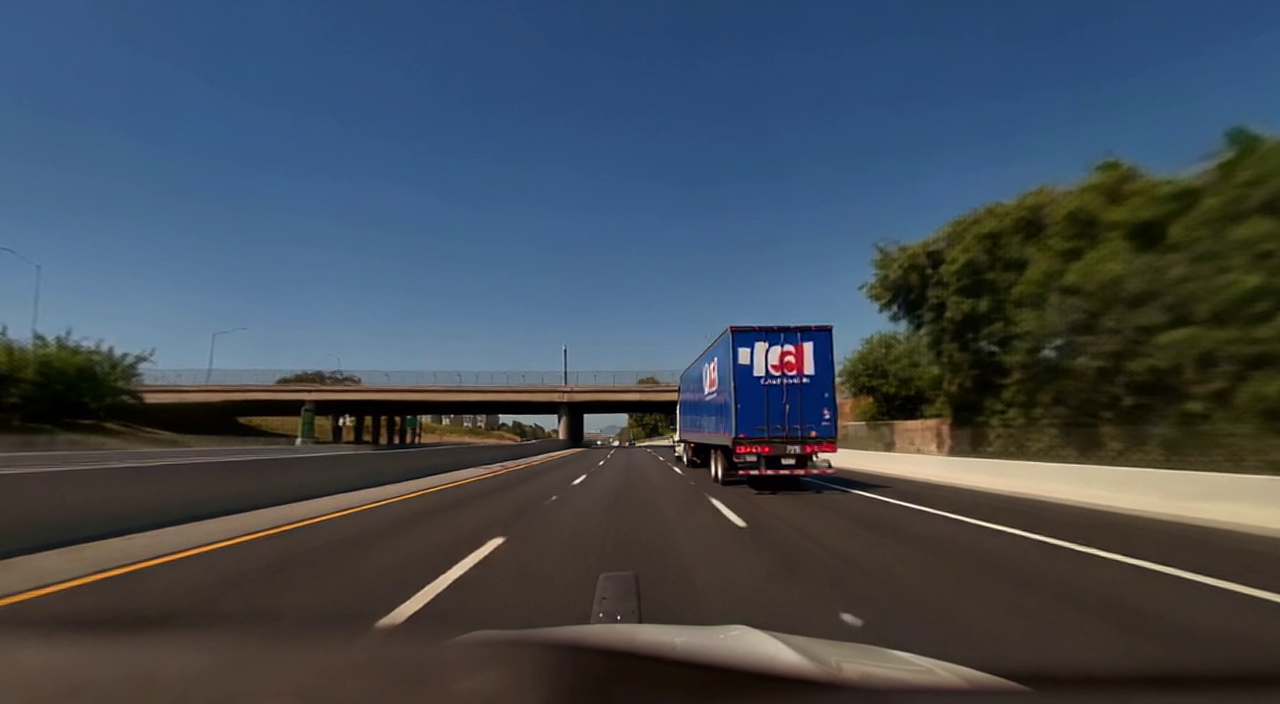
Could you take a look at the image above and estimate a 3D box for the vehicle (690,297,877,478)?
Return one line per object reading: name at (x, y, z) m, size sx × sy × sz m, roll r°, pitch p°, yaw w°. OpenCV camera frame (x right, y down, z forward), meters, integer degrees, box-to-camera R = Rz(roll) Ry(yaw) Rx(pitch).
vehicle at (3.859, 1.777, 21.854) m, size 3.034 × 4.194 × 14.704 m, roll 0°, pitch -8°, yaw 0°
